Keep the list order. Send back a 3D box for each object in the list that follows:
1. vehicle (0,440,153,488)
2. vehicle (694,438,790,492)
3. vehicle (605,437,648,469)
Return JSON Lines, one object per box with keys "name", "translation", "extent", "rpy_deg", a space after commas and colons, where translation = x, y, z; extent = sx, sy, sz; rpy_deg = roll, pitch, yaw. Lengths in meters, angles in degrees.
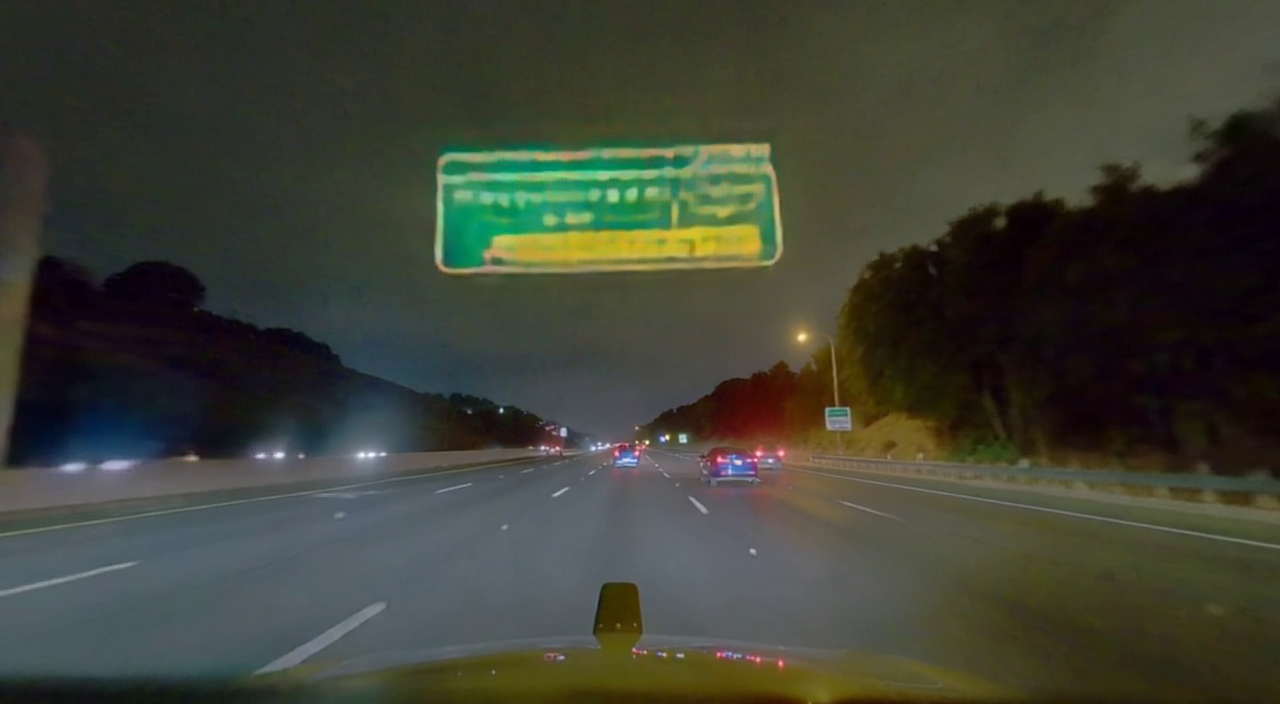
{"name": "vehicle", "translation": [-21.892, 4.275, 24.659], "extent": [2.198, 1.652, 4.448], "rpy_deg": [0, -8, -1]}
{"name": "vehicle", "translation": [3.055, 3.504, 19.992], "extent": [2.120, 1.492, 4.734], "rpy_deg": [0, -8, -2]}
{"name": "vehicle", "translation": [-0.722, 5.665, 35.598], "extent": [2.277, 1.675, 4.023], "rpy_deg": [0, -8, -1]}
